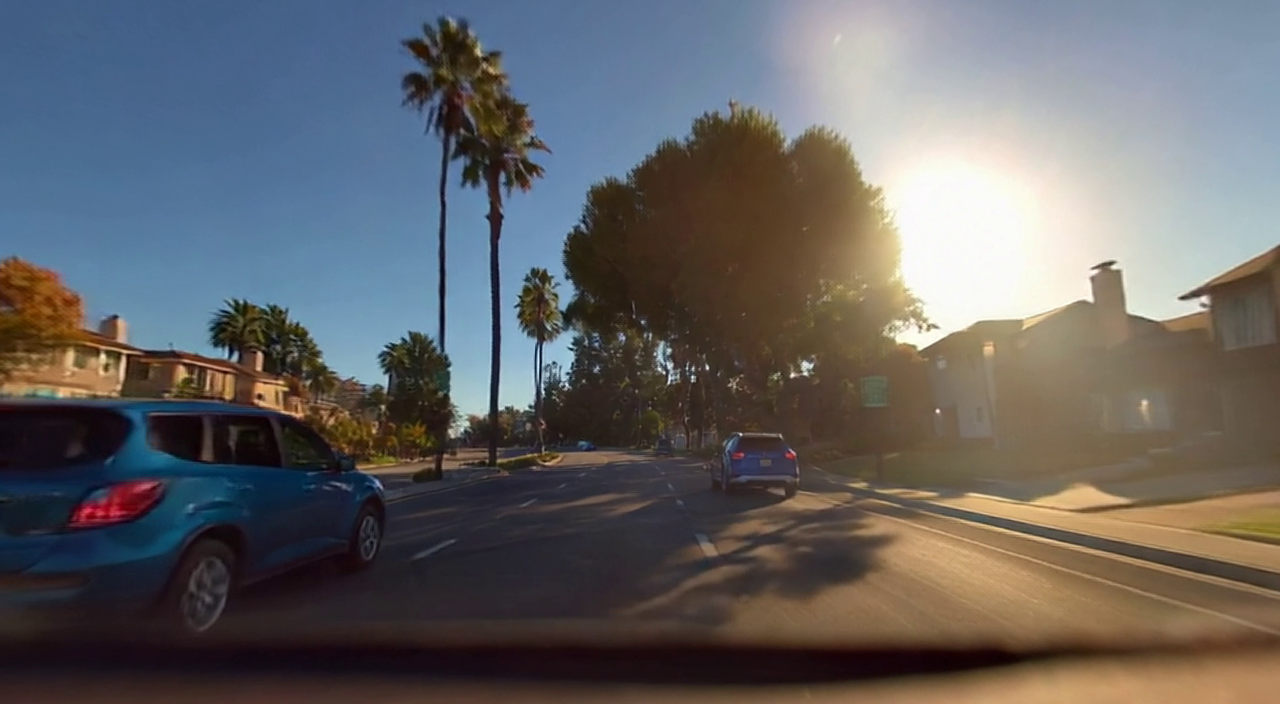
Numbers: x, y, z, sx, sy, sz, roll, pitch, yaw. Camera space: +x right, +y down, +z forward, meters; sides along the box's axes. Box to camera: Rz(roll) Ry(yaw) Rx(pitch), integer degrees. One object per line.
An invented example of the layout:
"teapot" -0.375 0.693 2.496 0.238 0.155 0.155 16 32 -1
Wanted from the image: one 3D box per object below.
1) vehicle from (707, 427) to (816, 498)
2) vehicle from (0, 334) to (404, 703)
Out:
"vehicle" 3.373 3.189 18.551 2.195 1.804 4.658 0 -9 -1
"vehicle" -3.899 1.141 4.943 2.150 1.768 4.868 0 -9 0
